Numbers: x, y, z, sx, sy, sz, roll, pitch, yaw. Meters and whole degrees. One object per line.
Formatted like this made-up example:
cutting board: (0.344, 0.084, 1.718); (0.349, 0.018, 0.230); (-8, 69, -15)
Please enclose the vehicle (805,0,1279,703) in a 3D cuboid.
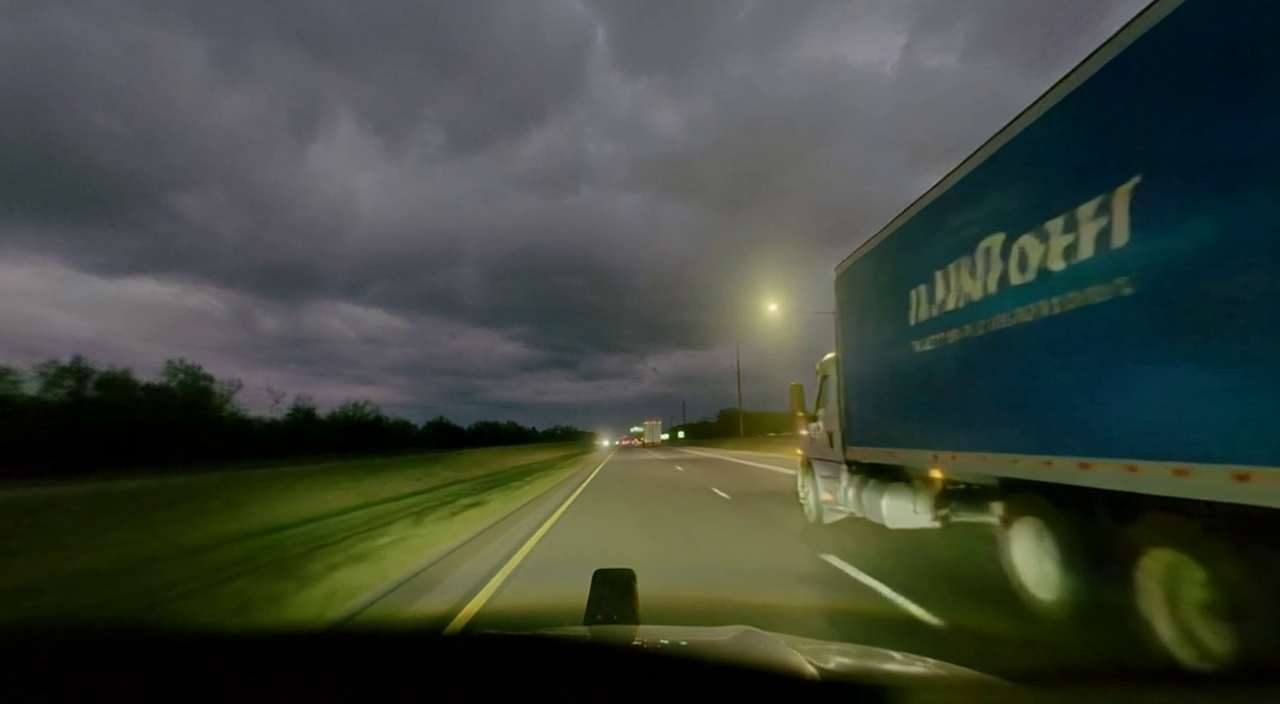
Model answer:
vehicle: (4.135, 0.149, 4.747); (3.037, 3.672, 9.136); (0, -8, -2)
